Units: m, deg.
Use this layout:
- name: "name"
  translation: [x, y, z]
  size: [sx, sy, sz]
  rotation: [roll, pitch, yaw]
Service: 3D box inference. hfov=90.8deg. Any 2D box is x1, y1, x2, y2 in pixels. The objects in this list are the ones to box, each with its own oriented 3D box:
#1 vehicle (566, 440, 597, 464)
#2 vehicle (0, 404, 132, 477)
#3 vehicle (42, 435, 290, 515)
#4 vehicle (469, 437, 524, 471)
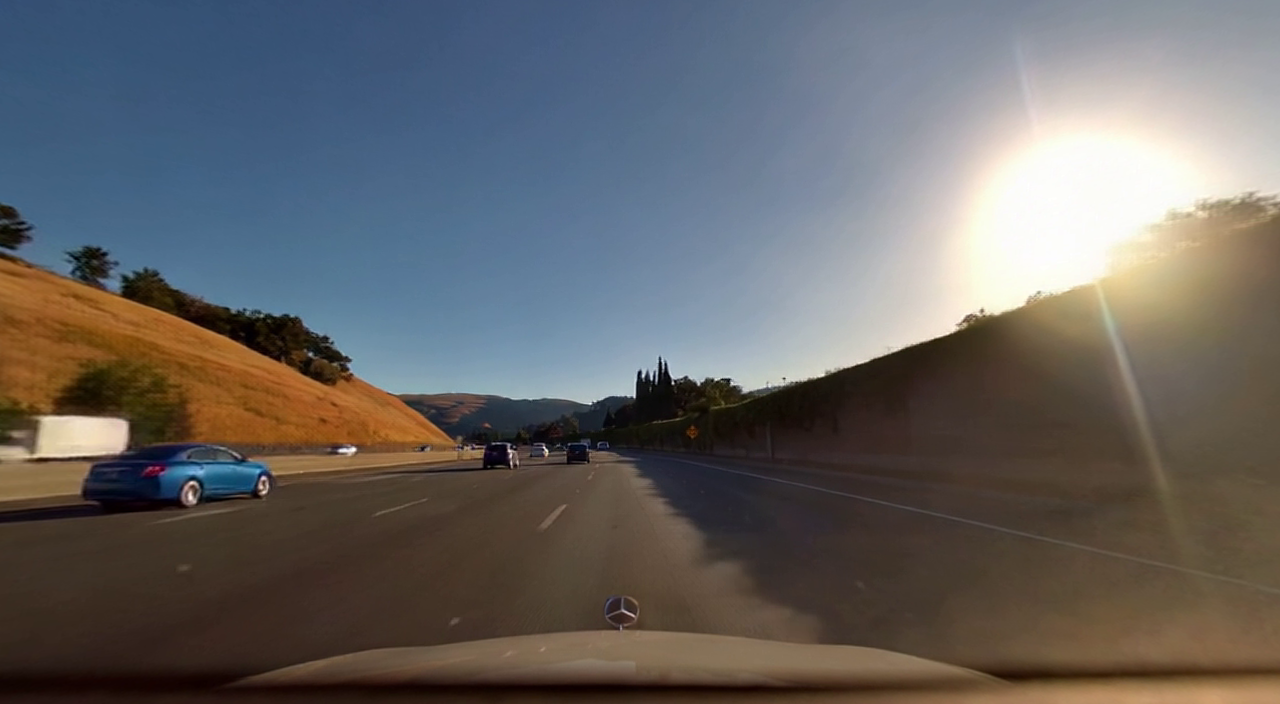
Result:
- name: "vehicle"
  translation: [-4.374, 7.544, 47.962]
  size: [2.115, 1.713, 4.263]
  rotation: [0, -9, -2]
- name: "vehicle"
  translation: [-29.850, 4.468, 31.767]
  size: [2.804, 3.252, 6.771]
  rotation: [0, -9, 1]
- name: "vehicle"
  translation: [-10.238, 2.664, 14.272]
  size: [1.949, 1.475, 4.740]
  rotation: [0, -9, 0]
- name: "vehicle"
  translation: [-7.914, 5.663, 35.225]
  size: [2.074, 1.768, 4.805]
  rotation: [0, -9, -2]
